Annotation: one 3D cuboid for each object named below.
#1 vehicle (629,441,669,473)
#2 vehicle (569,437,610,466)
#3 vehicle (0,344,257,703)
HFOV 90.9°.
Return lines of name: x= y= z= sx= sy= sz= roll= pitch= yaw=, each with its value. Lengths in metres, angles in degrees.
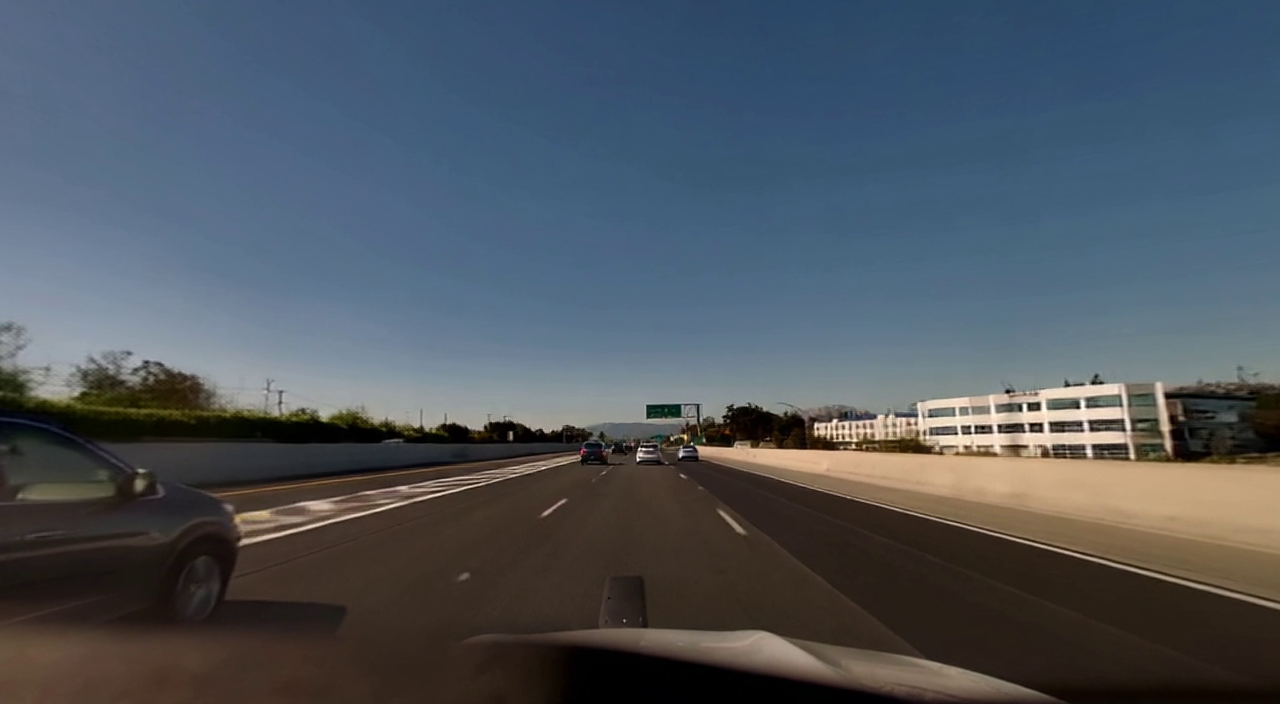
vehicle: x=0.464 y=5.542 z=33.525 sx=2.000 sy=1.558 sz=3.945 roll=0 pitch=-8 yaw=0
vehicle: x=-3.547 y=7.153 z=45.649 sx=2.403 sy=1.946 sz=5.623 roll=0 pitch=-8 yaw=1
vehicle: x=-3.948 y=0.768 z=2.217 sx=2.239 sy=1.761 sz=4.620 roll=0 pitch=-8 yaw=0
